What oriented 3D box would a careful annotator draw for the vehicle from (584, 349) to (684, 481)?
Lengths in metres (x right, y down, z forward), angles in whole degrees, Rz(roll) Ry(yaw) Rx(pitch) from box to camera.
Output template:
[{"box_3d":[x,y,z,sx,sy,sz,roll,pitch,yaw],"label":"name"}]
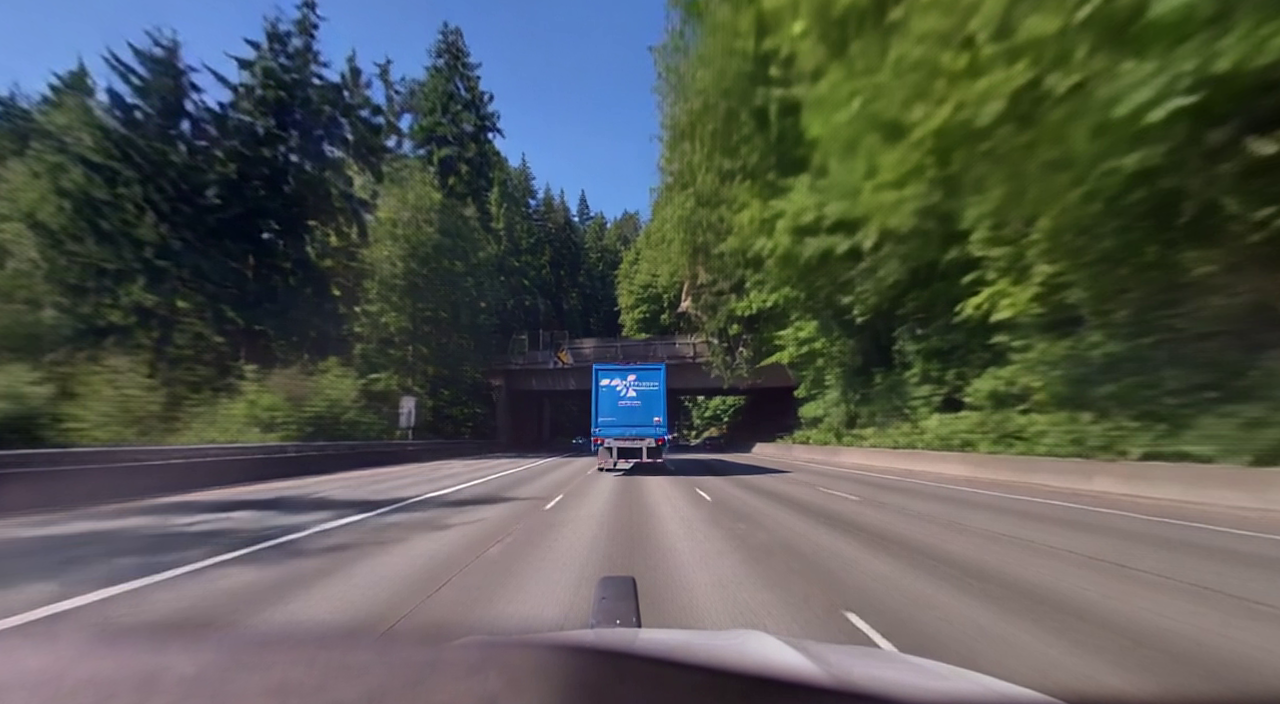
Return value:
[{"box_3d":[-0.424,2.500,23.555,2.895,3.861,10.213,0,-8,-3],"label":"vehicle"}]
